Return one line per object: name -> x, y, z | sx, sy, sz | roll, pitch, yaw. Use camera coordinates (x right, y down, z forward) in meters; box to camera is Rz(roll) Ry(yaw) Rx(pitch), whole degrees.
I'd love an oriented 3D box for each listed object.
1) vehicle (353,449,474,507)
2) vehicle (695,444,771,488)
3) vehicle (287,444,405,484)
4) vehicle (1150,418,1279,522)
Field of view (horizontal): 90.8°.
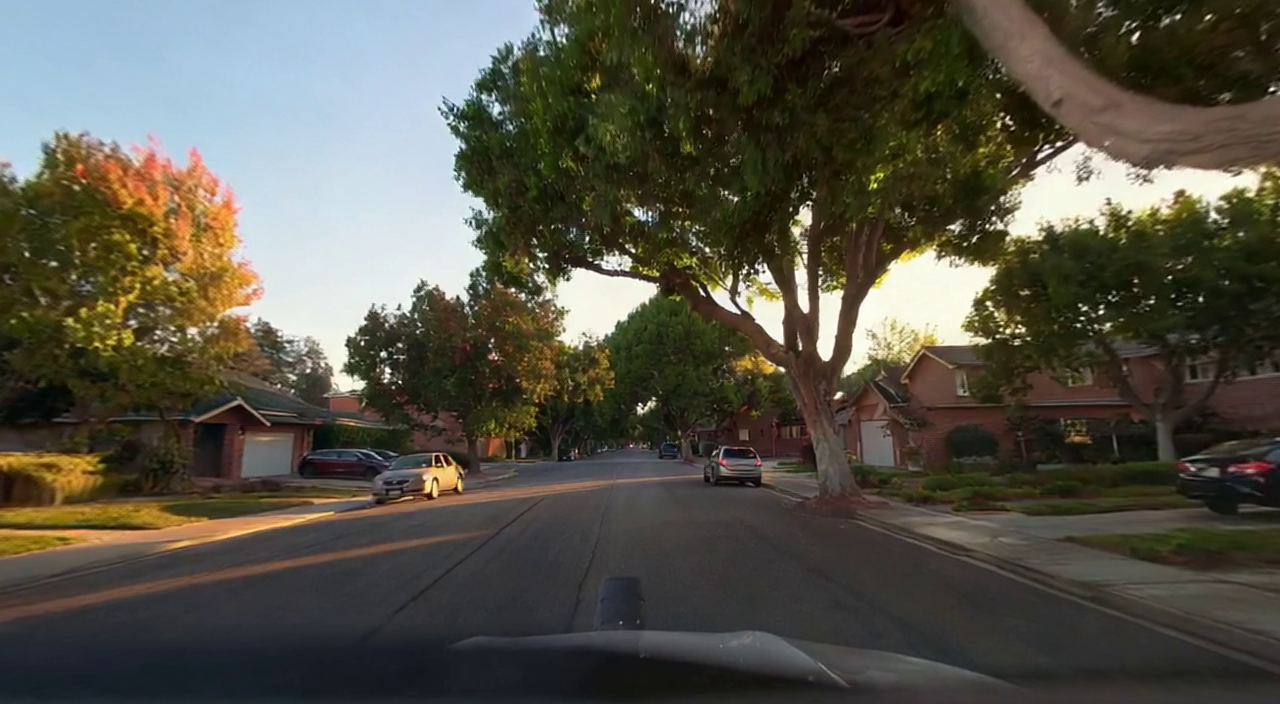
vehicle -> -6.635, 3.702, 19.098 | 2.035, 1.480, 4.508 | 0, -8, -1
vehicle -> 3.322, 4.175, 23.490 | 1.986, 1.476, 4.306 | 0, -9, -2
vehicle -> -12.140, 4.631, 26.259 | 3.950, 1.581, 1.902 | -1, -9, 3
vehicle -> 10.958, 1.794, 9.845 | 4.234, 1.464, 1.924 | -1, -8, 4
